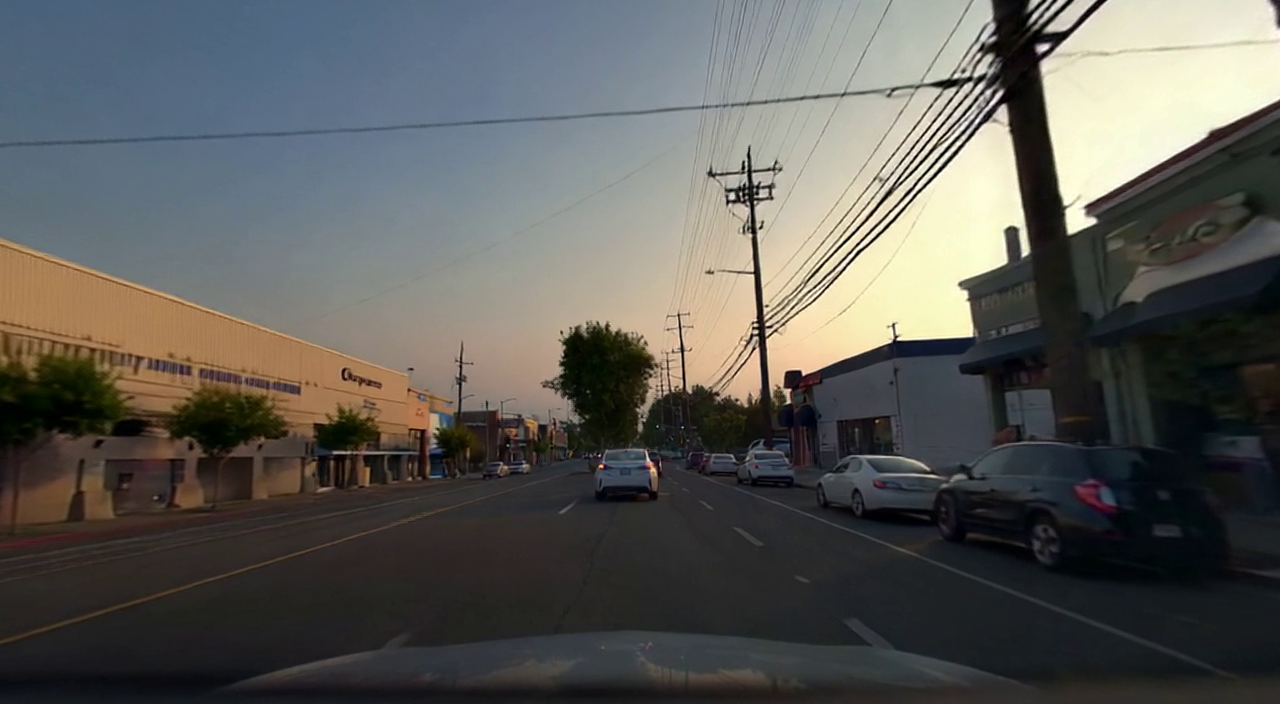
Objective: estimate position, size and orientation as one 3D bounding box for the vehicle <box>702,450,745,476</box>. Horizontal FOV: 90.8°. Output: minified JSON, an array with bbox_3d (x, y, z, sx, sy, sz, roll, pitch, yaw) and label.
[{"bbox_3d":[5.209,7.013,40.118,1.987,1.459,4.677,0,-8,-1],"label":"vehicle"}]

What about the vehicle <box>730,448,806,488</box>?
[{"bbox_3d":[5.261,4.819,26.659,2.108,1.471,4.948,0,-8,-1],"label":"vehicle"}]

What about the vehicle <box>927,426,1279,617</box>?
[{"bbox_3d":[5.121,1.717,7.299,1.779,1.592,3.740,0,-8,-1],"label":"vehicle"}]

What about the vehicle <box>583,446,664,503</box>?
[{"bbox_3d":[-0.413,3.508,18.579,2.116,1.479,3.980,0,-8,0],"label":"vehicle"}]

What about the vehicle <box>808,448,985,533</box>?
[{"bbox_3d":[4.997,2.721,13.069,1.761,1.413,4.272,0,-8,-2],"label":"vehicle"}]
